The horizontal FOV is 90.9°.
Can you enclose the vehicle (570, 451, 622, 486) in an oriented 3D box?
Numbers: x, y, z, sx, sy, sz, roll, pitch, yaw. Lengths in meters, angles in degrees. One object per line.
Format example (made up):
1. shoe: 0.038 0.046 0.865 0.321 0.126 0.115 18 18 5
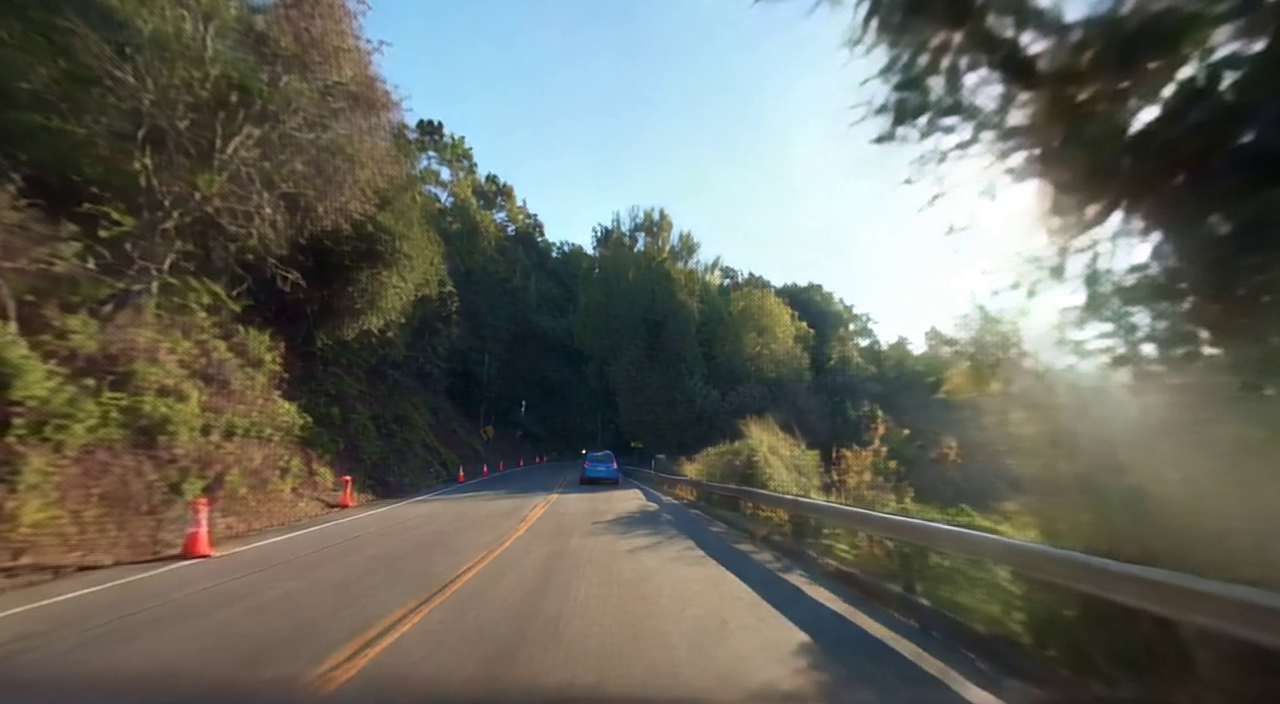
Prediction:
1. vehicle: -2.127 5.391 29.537 2.259 1.503 4.075 1 -9 -6
